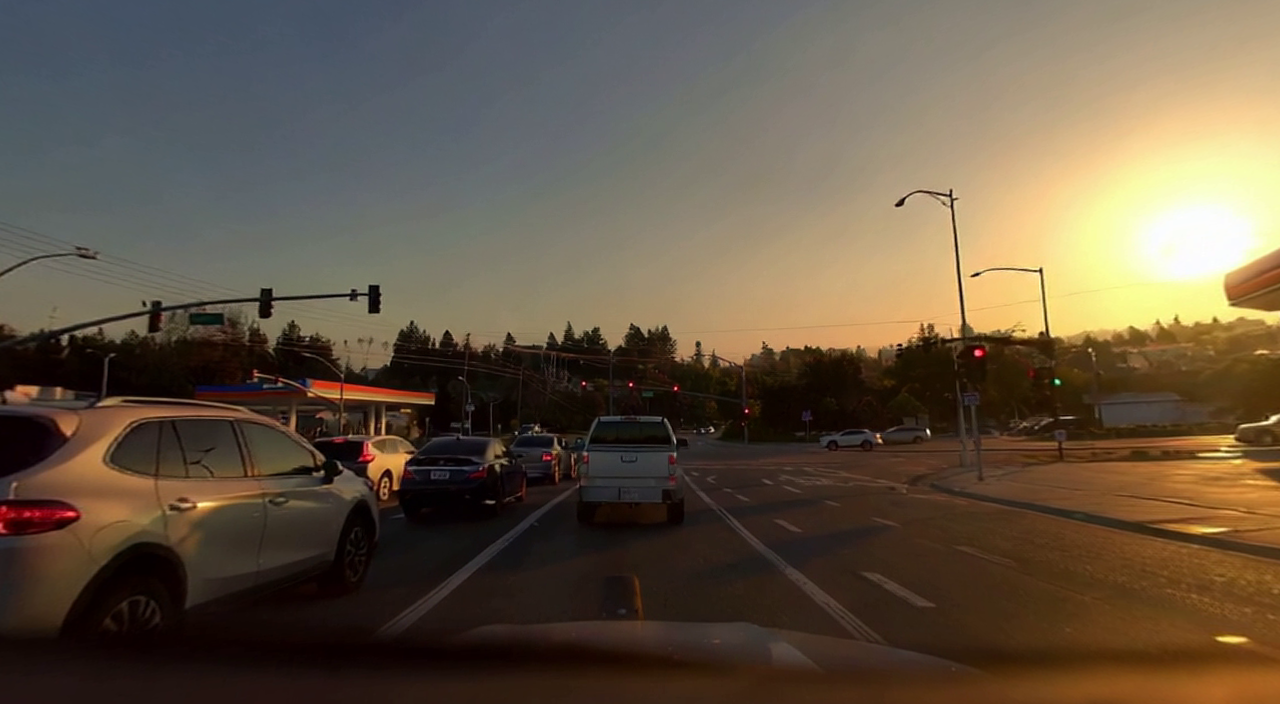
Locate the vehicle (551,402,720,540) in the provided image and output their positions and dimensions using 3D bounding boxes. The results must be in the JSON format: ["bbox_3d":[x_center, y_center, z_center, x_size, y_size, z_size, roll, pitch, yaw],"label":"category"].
[{"bbox_3d":[-0.083,1.945,10.918,2.224,1.819,5.005,0,-9,-1],"label":"vehicle"}]

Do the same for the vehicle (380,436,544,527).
[{"bbox_3d":[-3.149,2.367,12.142,1.881,1.424,4.098,0,-9,1],"label":"vehicle"}]

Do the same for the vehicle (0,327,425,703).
[{"bbox_3d":[-3.310,1.073,4.376,2.096,1.718,4.266,0,-9,0],"label":"vehicle"}]

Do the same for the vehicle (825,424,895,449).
[{"bbox_3d":[16.027,6.160,46.044,4.548,1.730,2.013,3,-9,-22],"label":"vehicle"}]
